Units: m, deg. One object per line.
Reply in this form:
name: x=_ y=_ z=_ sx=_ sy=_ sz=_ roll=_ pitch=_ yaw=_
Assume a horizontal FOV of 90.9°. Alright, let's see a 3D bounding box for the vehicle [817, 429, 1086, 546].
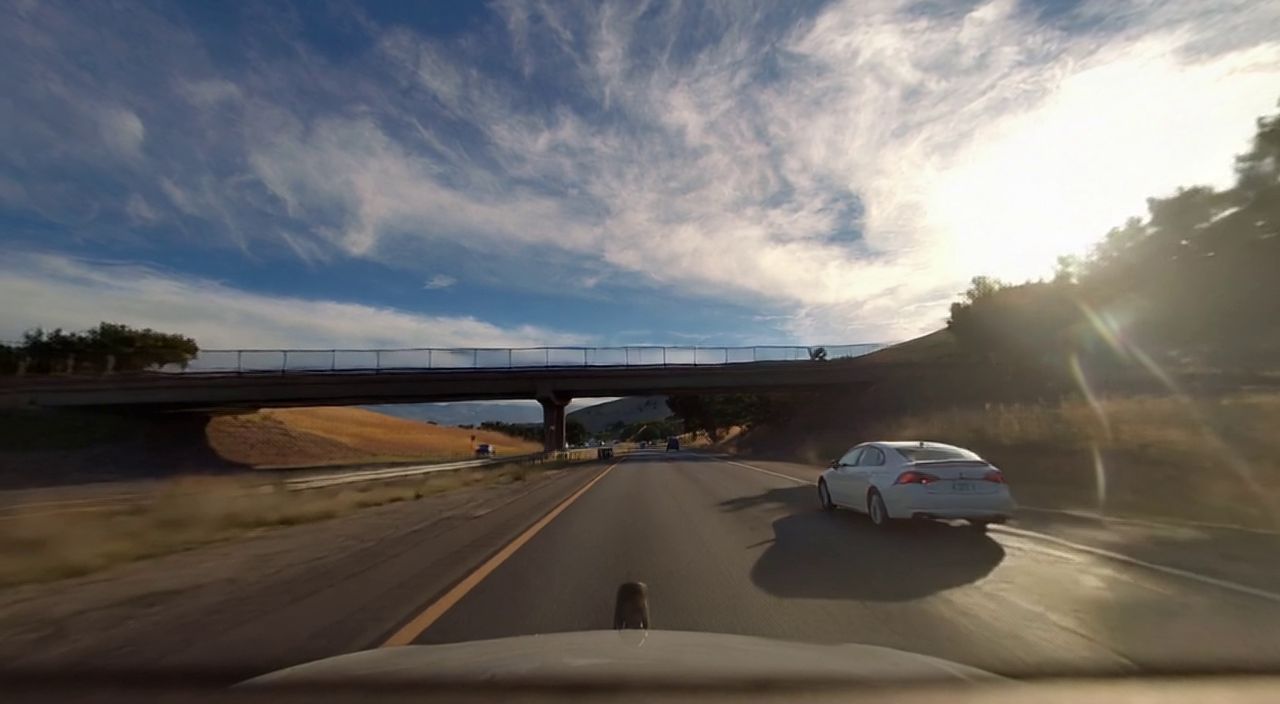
vehicle: x=4.685 y=2.088 z=10.531 sx=2.027 sy=1.487 sz=4.718 roll=0 pitch=-8 yaw=-1
